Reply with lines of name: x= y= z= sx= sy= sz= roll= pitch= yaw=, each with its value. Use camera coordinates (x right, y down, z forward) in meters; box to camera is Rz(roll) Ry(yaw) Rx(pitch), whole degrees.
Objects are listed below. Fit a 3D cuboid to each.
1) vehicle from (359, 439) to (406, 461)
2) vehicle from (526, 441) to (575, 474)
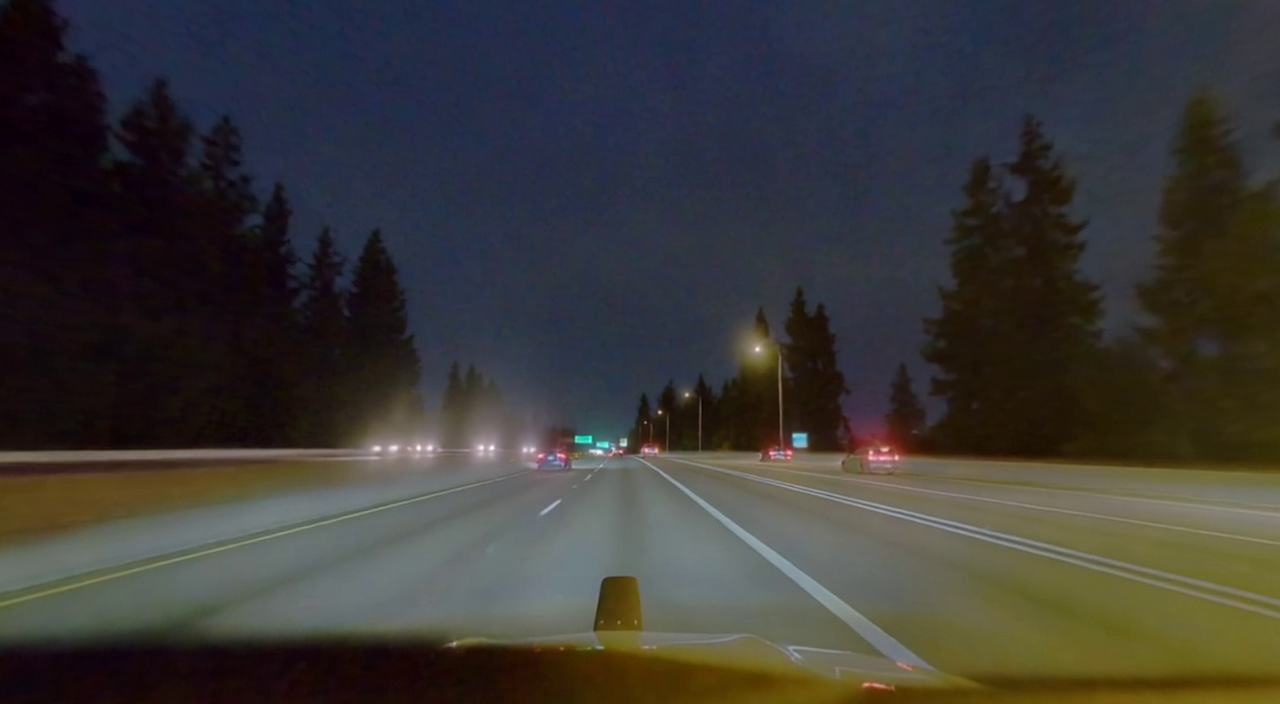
vehicle: x=-18.147 y=6.932 z=44.358 sx=1.759 sy=1.489 sz=3.855 roll=0 pitch=-9 yaw=-1
vehicle: x=-4.587 y=5.475 z=32.682 sx=2.071 sy=1.615 sz=3.868 roll=0 pitch=-9 yaw=-1
